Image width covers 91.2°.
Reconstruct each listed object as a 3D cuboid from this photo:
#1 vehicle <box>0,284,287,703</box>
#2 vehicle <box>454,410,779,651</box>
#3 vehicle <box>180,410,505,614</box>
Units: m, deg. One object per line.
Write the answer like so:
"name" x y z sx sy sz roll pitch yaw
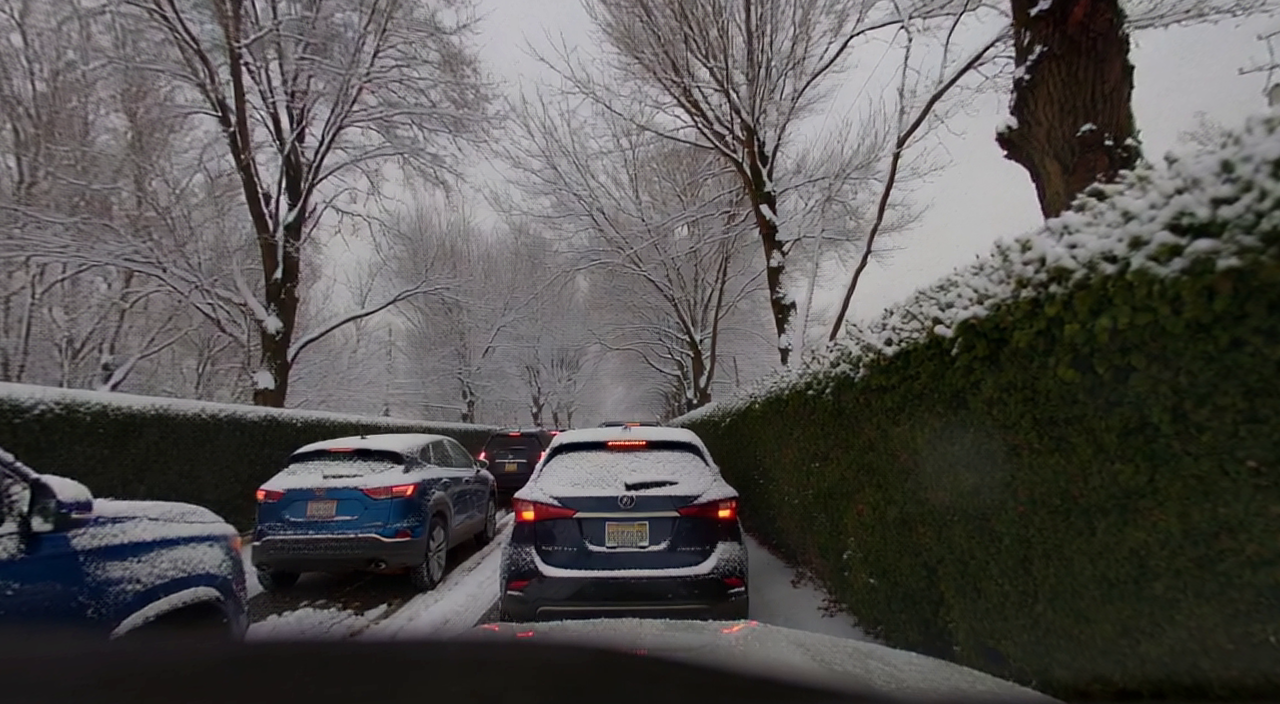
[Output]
"vehicle" -3.282 0.684 1.265 2.205 1.913 5.327 -6 -8 -2
"vehicle" -0.178 1.504 6.257 2.154 1.581 4.007 0 -9 -1
"vehicle" -3.406 1.866 8.336 2.256 1.728 4.421 -6 -8 -2
